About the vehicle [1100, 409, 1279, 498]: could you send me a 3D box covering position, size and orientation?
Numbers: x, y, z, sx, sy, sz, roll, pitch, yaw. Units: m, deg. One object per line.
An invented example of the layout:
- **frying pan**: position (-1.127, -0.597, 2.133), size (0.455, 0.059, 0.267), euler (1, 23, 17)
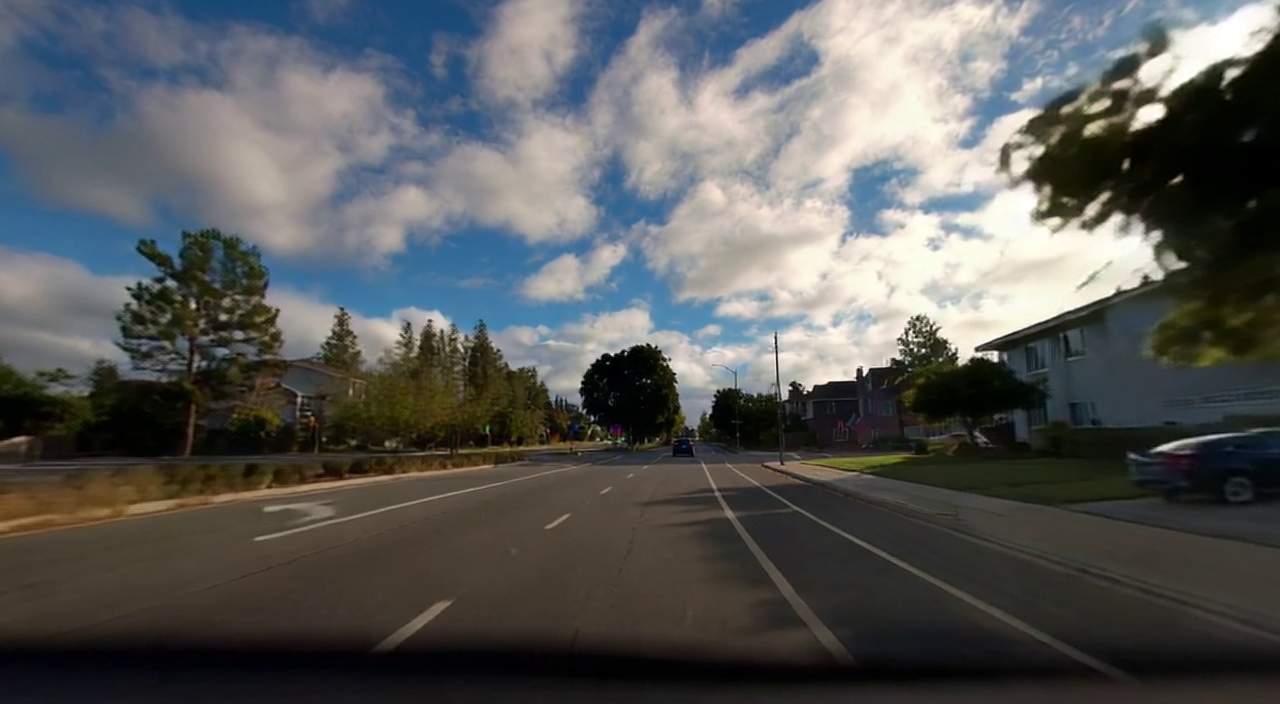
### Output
- **vehicle**: position (11.785, 1.899, 11.930), size (4.544, 1.535, 1.921), euler (-1, -8, 4)
